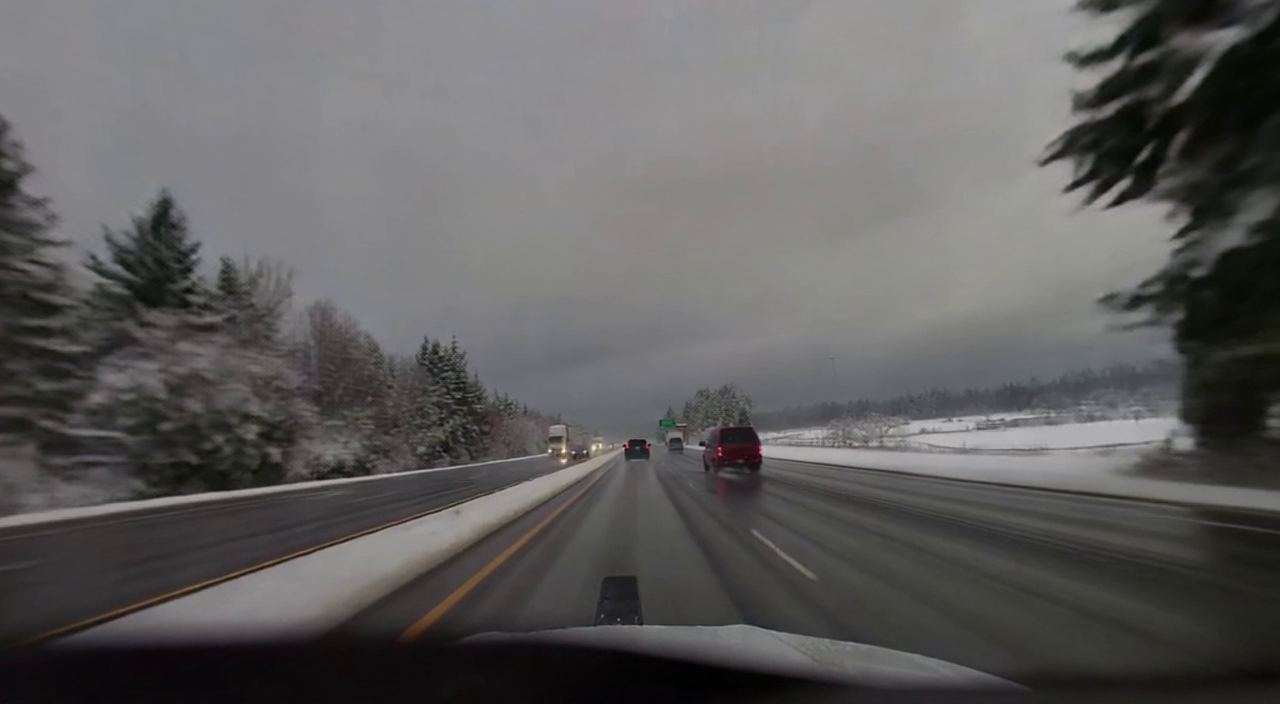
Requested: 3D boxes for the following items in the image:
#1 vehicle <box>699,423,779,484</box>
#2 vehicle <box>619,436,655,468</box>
[{"bbox_3d":[3.478,3.695,23.046,1.981,1.984,4.623,0,-9,-2],"label":"vehicle"},{"bbox_3d":[-0.216,6.444,40.630,2.192,1.912,4.524,0,-9,-1],"label":"vehicle"}]
